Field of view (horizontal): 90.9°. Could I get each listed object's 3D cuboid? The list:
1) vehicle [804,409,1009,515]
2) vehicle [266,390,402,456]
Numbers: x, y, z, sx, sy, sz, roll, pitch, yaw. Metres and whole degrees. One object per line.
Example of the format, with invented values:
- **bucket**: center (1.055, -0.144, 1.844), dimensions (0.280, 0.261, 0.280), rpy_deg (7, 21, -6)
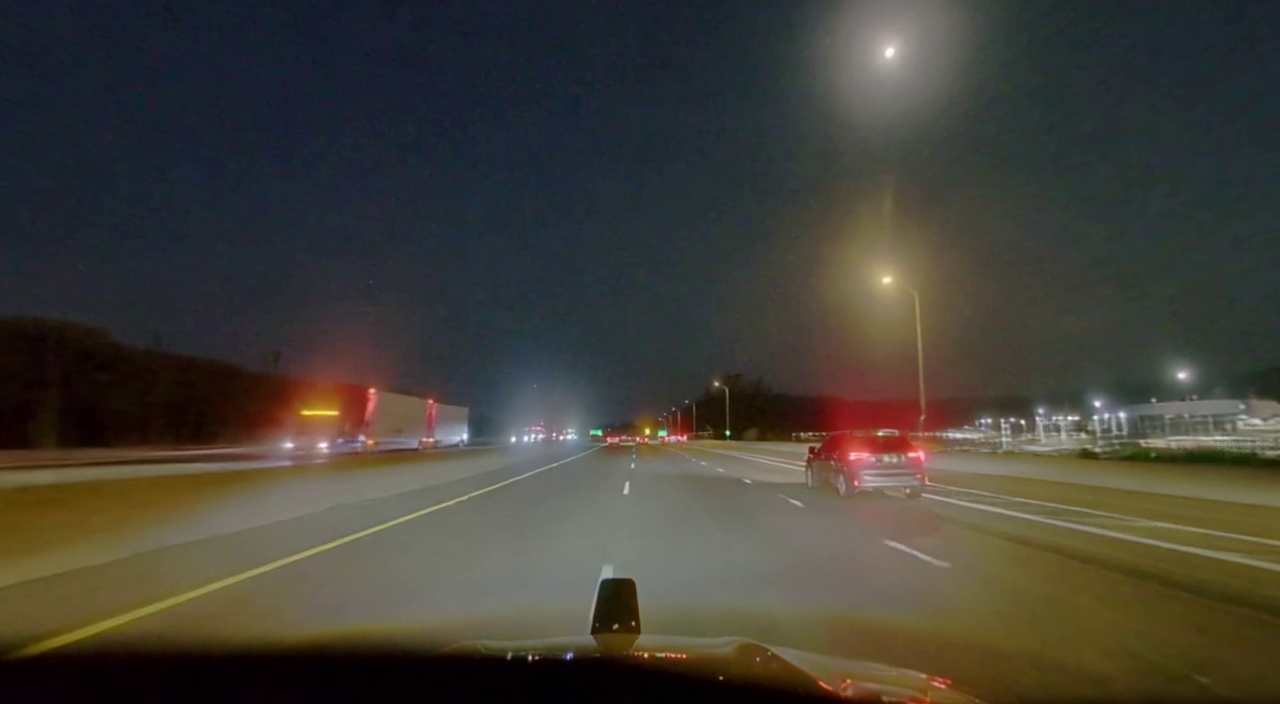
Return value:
- **vehicle**: center (4.741, 2.020, 12.062), dimensions (2.022, 1.637, 4.229), rpy_deg (0, -8, -1)
- **vehicle**: center (-18.540, 4.552, 39.421), dimensions (3.176, 3.534, 10.743), rpy_deg (0, -8, -1)
